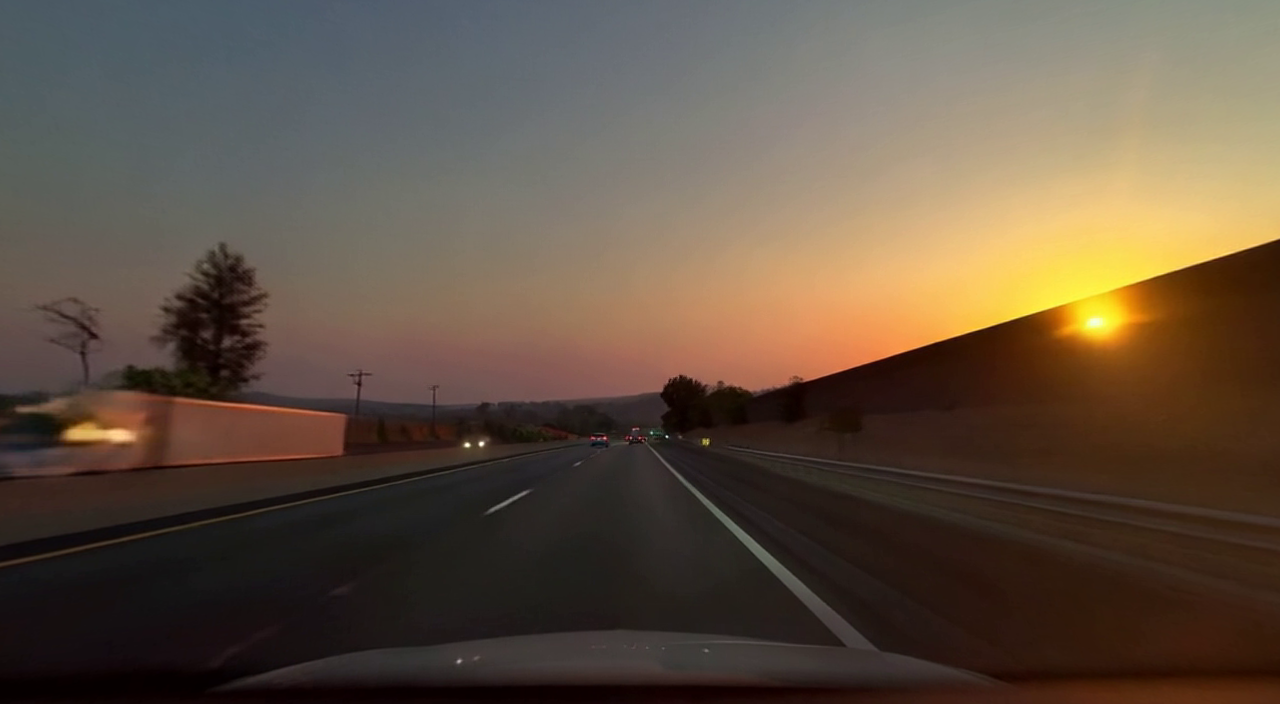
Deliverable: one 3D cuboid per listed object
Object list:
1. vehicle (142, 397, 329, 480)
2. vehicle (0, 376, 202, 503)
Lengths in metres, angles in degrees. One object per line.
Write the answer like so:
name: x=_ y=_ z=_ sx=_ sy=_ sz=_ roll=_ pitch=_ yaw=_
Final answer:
vehicle: x=-17.781 y=3.898 z=28.650 sx=2.820 sy=3.184 sz=8.570 roll=0 pitch=-8 yaw=0
vehicle: x=-17.622 y=2.675 z=19.500 sx=2.875 sy=3.201 sz=7.109 roll=0 pitch=-8 yaw=-1
